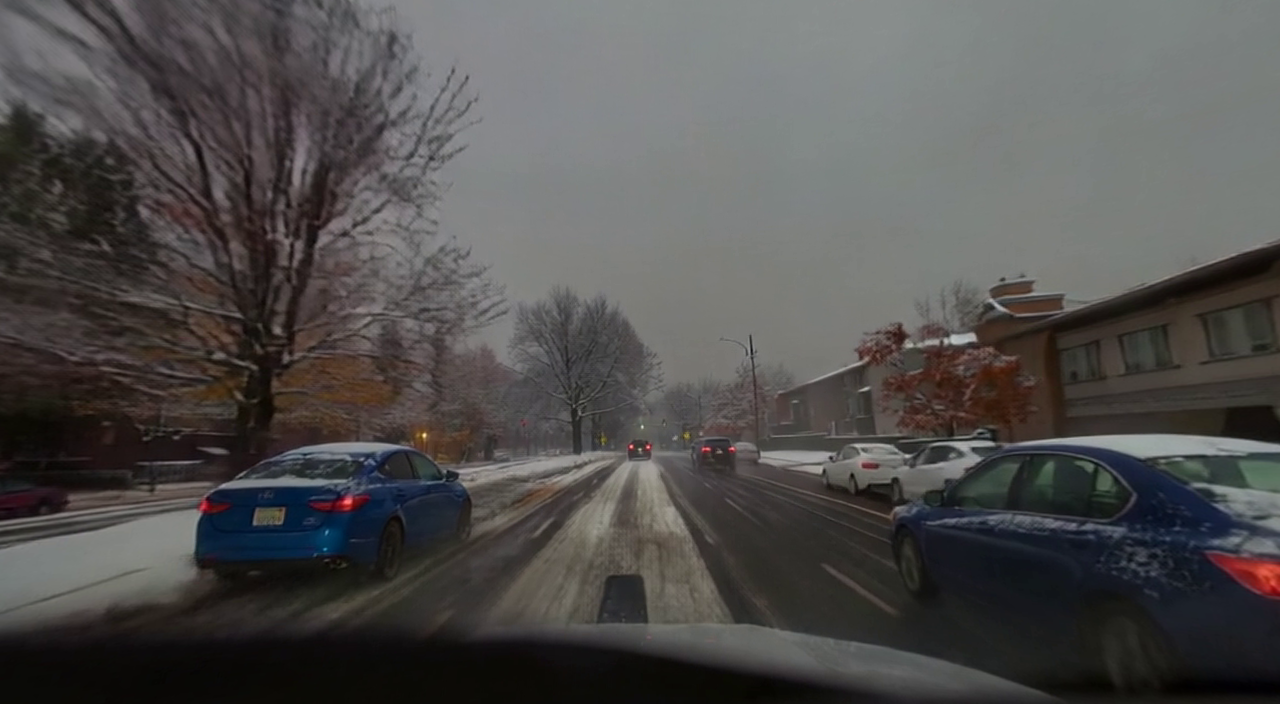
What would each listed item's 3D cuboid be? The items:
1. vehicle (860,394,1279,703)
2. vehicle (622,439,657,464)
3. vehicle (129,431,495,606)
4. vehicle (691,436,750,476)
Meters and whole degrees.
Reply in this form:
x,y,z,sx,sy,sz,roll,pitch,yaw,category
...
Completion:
x,y,z,sx,sy,sz,roll,pitch,yaw,category
3.275,1.173,4.102,2.060,1.474,4.475,0,-8,0,vehicle
-0.006,6.893,43.537,2.293,1.662,4.262,0,-8,1,vehicle
-3.363,1.772,7.742,1.997,1.479,4.547,0,-8,1,vehicle
3.567,4.710,28.619,2.019,1.675,4.488,0,-8,-1,vehicle
